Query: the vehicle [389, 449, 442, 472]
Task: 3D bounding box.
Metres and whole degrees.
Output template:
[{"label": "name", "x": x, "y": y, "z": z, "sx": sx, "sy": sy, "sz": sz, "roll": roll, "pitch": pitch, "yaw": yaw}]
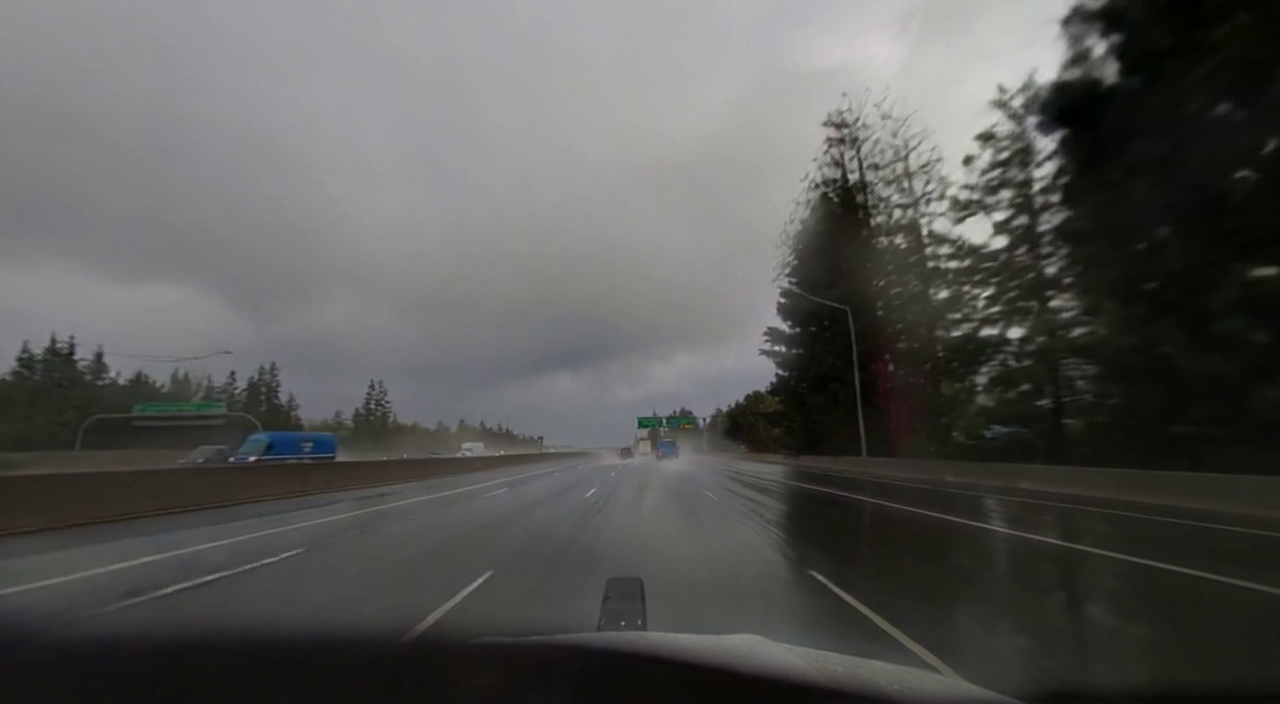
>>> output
[{"label": "vehicle", "x": -15.369, "y": 7.428, "z": 43.418, "sx": 1.903, "sy": 1.486, "sz": 4.666, "roll": 0, "pitch": -9, "yaw": 1}]
